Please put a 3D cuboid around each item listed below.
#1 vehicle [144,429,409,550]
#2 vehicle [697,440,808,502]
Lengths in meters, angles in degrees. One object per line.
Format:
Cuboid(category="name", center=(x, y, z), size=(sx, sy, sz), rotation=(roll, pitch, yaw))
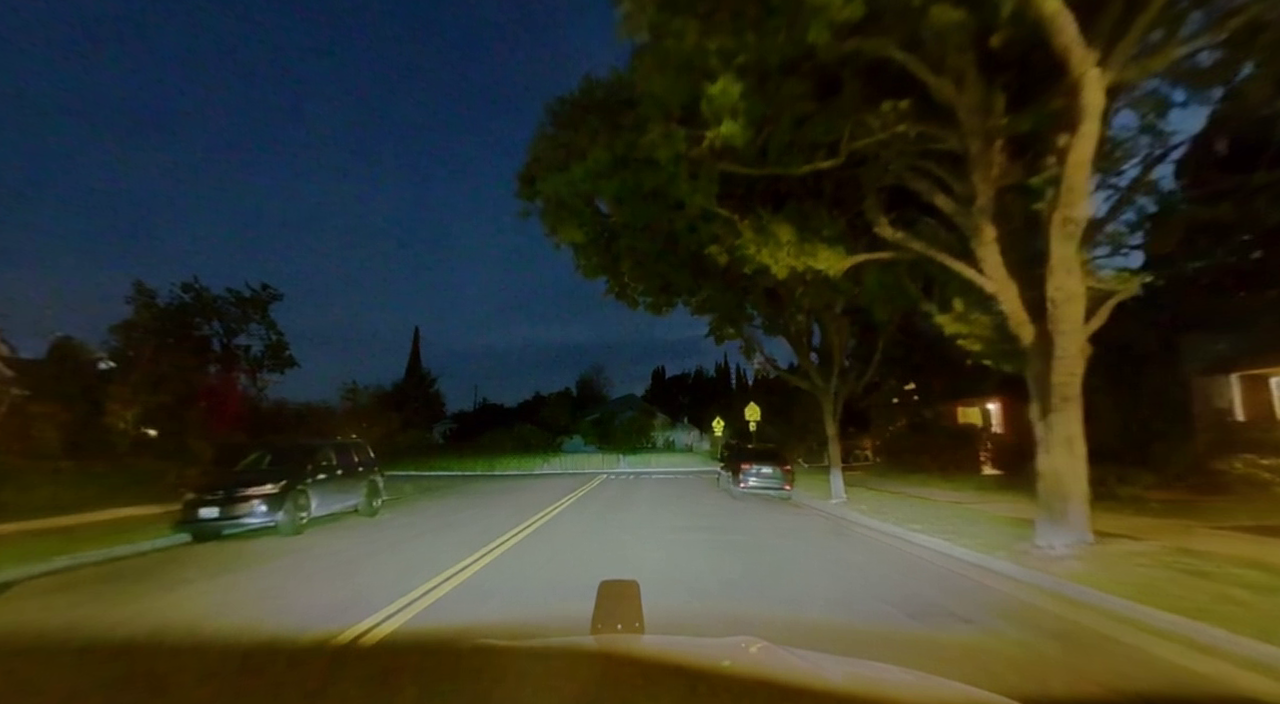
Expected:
Cuboid(category="vehicle", center=(-6.928, 2.649, 13.119), size=(2.225, 1.817, 5.731), rotation=(-3, -8, -1))
Cuboid(category="vehicle", center=(2.968, 3.258, 17.767), size=(2.167, 1.479, 4.597), rotation=(0, -9, -1))
